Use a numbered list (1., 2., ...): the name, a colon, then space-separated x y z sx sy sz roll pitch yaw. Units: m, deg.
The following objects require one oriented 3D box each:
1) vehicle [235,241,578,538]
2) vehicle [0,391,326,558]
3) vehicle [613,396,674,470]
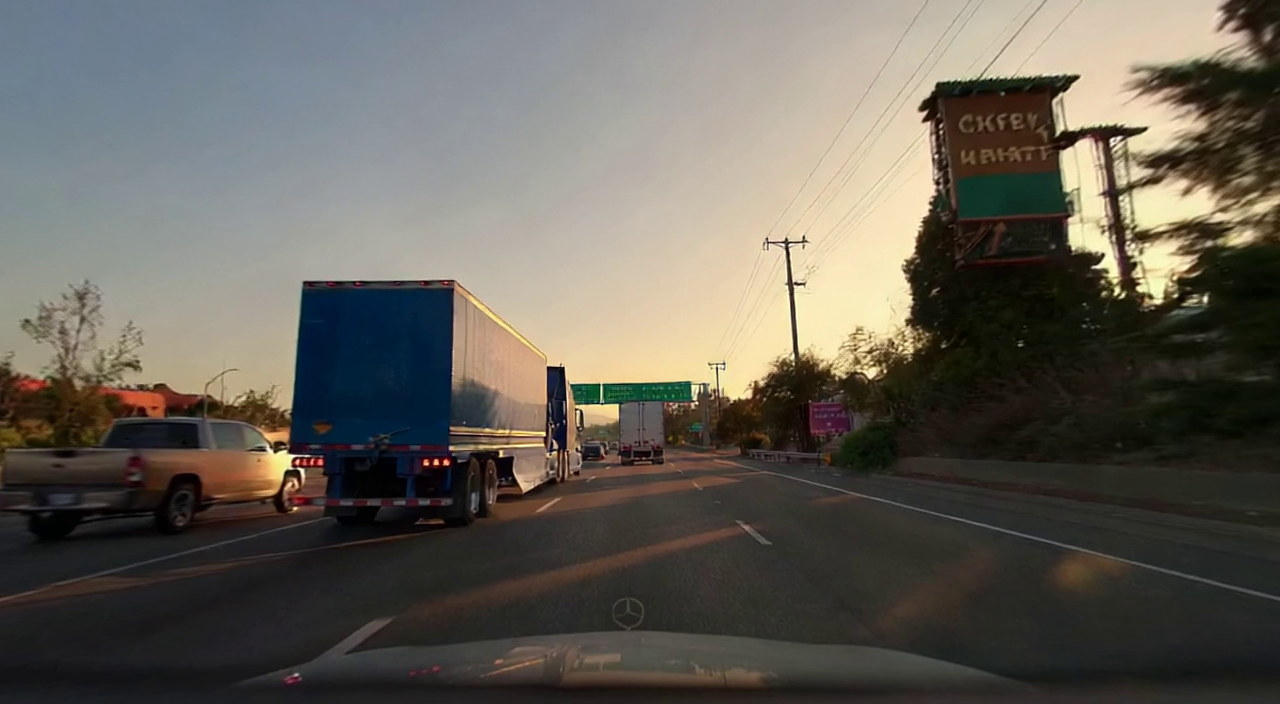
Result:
1. vehicle: -3.887 1.628 16.454 2.875 4.083 15.756 0 -9 0
2. vehicle: -7.447 1.797 9.924 2.168 1.897 5.308 0 -9 1
3. vehicle: 0.119 4.708 35.752 2.941 3.604 9.851 0 -9 -1
